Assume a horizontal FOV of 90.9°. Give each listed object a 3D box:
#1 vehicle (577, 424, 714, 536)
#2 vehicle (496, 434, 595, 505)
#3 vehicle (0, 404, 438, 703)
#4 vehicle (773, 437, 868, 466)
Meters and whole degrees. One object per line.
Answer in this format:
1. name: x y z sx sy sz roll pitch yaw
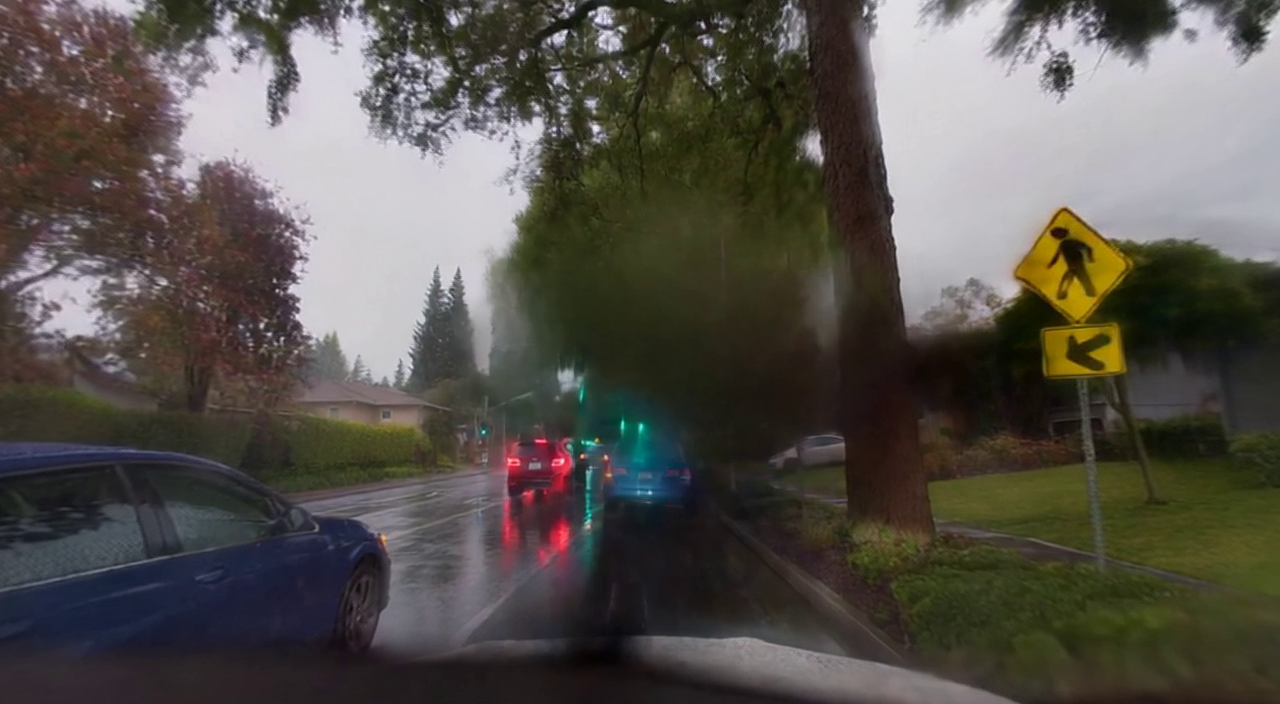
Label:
1. vehicle: 0.153 2.282 11.812 2.120 1.718 3.909 0 -9 2
2. vehicle: -2.494 3.229 17.731 2.000 1.737 4.133 0 -9 2
3. vehicle: -2.862 1.114 3.282 1.968 1.472 4.685 0 -9 1
4. vehicle: 9.531 5.295 33.567 4.456 1.504 1.914 0 -8 2
